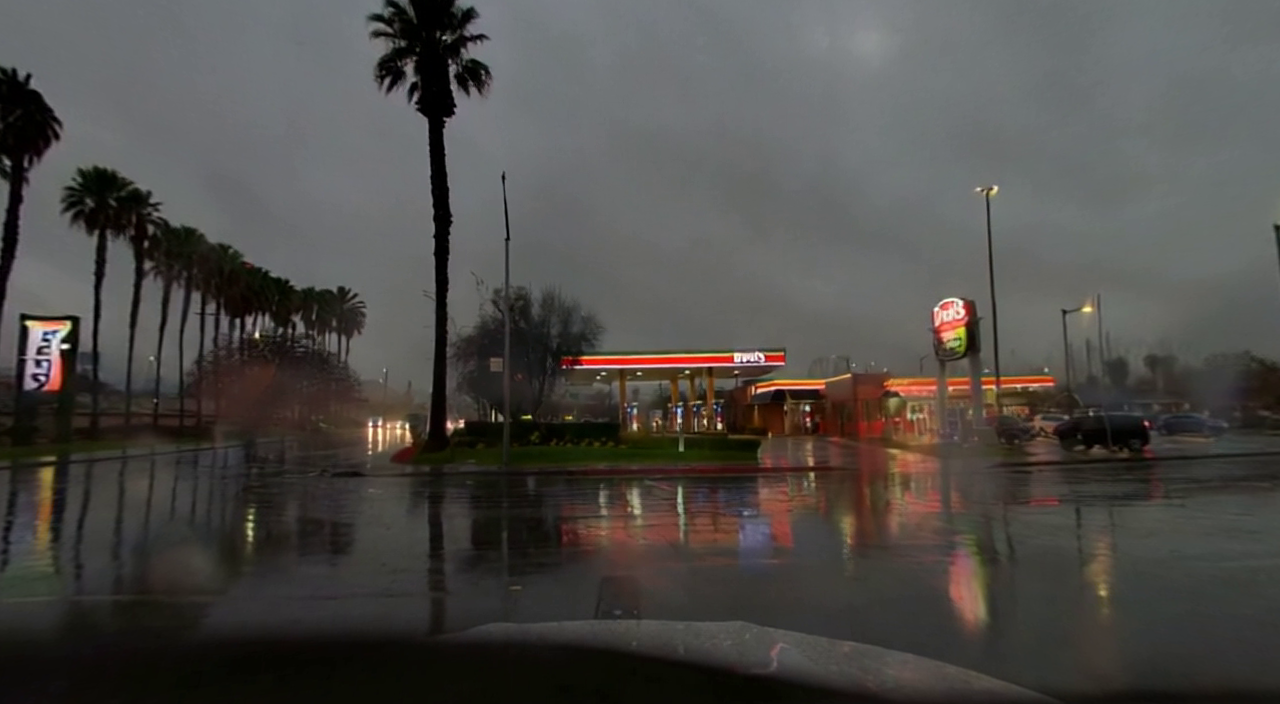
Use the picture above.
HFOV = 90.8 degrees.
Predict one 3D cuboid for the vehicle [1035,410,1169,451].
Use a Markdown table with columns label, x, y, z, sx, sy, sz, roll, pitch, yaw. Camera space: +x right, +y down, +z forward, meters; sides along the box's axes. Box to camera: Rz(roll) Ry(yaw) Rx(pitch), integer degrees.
| label | x | y | z | sx | sy | sz | roll | pitch | yaw |
| --- | --- | --- | --- | --- | --- | --- | --- | --- | --- |
| vehicle | 21.997 | 3.709 | 30.191 | 4.880 | 1.754 | 2.202 | -1 | -5 | -6 |

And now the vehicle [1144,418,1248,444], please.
| label | x | y | z | sx | sy | sz | roll | pitch | yaw |
| --- | --- | --- | --- | --- | --- | --- | --- | --- | --- |
| vehicle | 33.863 | 4.853 | 38.656 | 1.805 | 1.466 | 4.641 | 1 | -8 | -8 |
